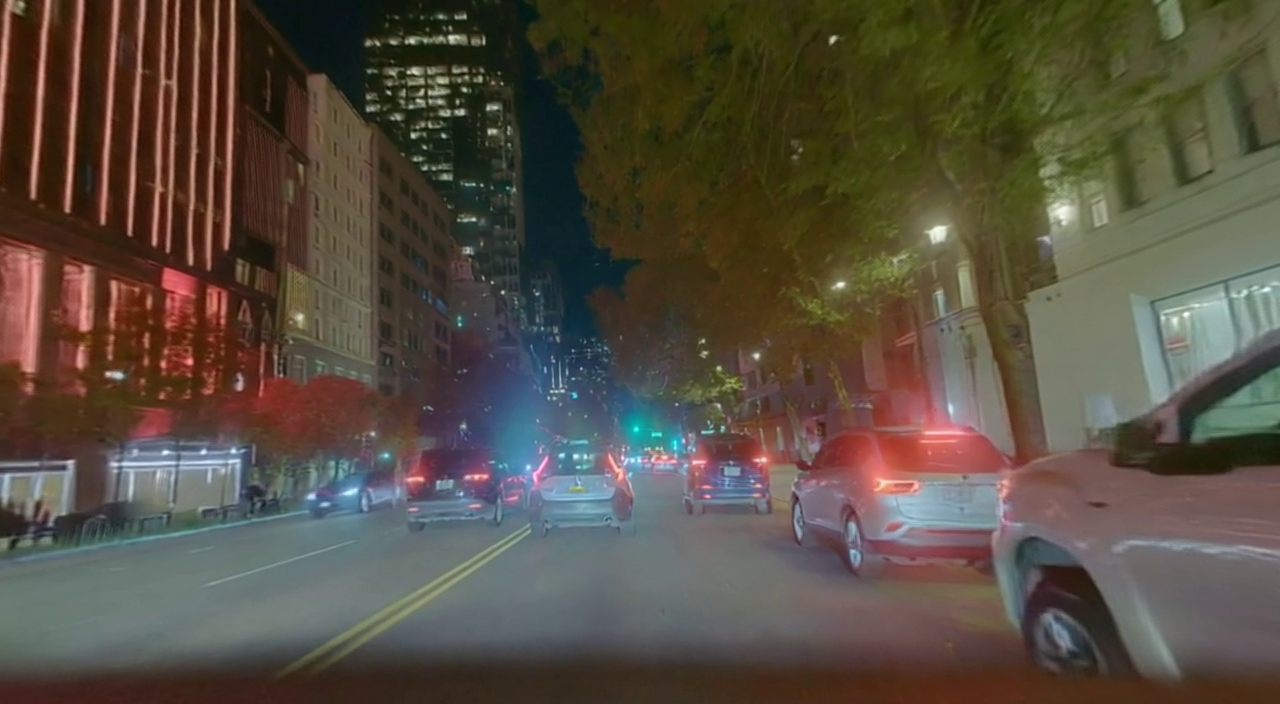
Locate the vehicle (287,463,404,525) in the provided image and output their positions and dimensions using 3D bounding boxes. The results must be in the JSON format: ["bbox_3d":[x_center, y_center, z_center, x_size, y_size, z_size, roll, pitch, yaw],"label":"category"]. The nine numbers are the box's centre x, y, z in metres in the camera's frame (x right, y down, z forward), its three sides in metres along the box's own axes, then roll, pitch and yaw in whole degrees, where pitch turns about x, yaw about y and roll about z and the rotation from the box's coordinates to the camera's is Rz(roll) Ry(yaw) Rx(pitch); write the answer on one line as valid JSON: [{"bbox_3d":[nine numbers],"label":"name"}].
[{"bbox_3d":[-9.500,4.574,20.796,1.990,1.673,3.947,0,-8,-1],"label":"vehicle"}]

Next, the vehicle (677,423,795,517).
[{"bbox_3d":[2.592,2.879,15.962,2.352,1.953,4.798,-3,-9,15],"label":"vehicle"}]

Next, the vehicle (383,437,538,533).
[{"bbox_3d":[-3.850,2.913,14.539,2.000,1.818,4.668,-1,-9,3],"label":"vehicle"}]

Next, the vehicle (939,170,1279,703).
[{"bbox_3d":[2.955,0.410,1.093,2.225,2.070,5.264,0,-9,0],"label":"vehicle"}]

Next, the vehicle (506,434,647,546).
[{"bbox_3d":[-0.942,2.391,11.575,2.076,1.667,3.948,-1,-9,1],"label":"vehicle"}]
